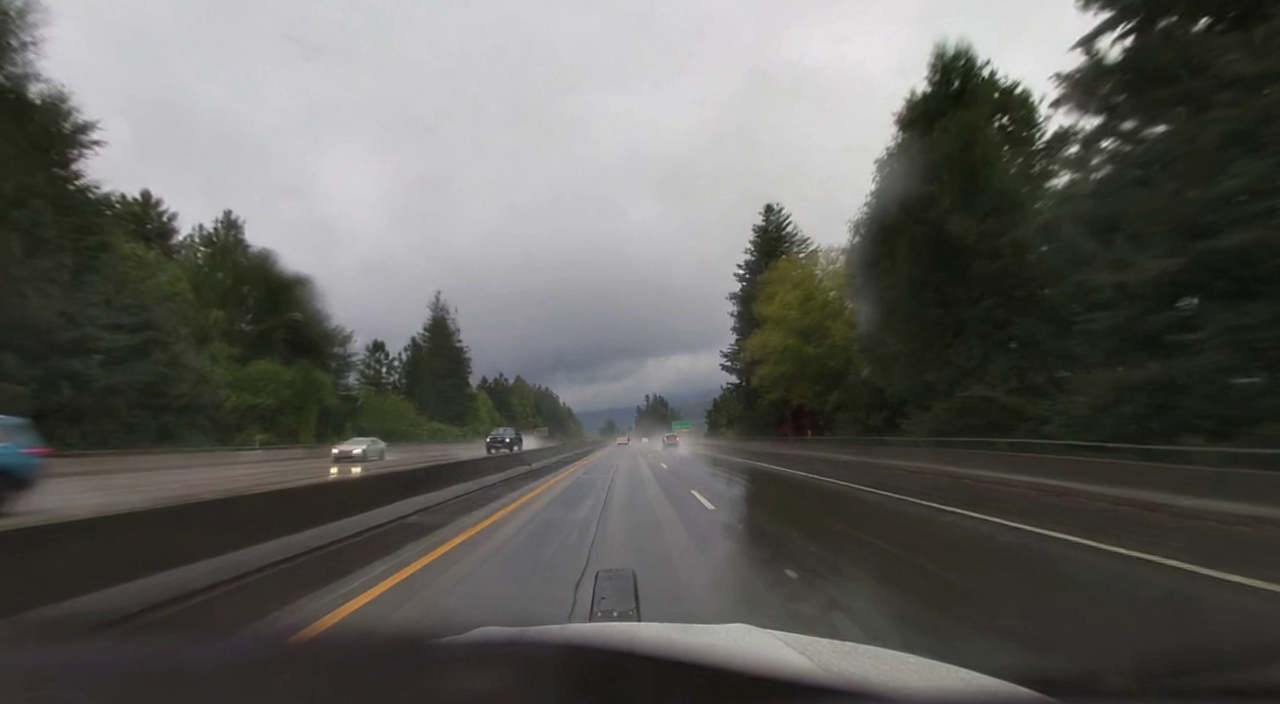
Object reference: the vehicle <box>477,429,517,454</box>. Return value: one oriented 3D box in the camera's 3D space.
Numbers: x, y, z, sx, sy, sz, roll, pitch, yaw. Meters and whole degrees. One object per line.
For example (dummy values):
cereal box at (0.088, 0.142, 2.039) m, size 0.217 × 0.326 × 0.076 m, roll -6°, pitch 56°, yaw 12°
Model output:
vehicle at (-10.210, 6.399, 45.227) m, size 1.997 × 1.729 × 4.143 m, roll 0°, pitch -8°, yaw -1°

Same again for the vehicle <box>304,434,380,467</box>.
vehicle at (-14.607, 4.820, 31.190) m, size 1.836 × 1.477 × 4.096 m, roll 0°, pitch -8°, yaw -1°
